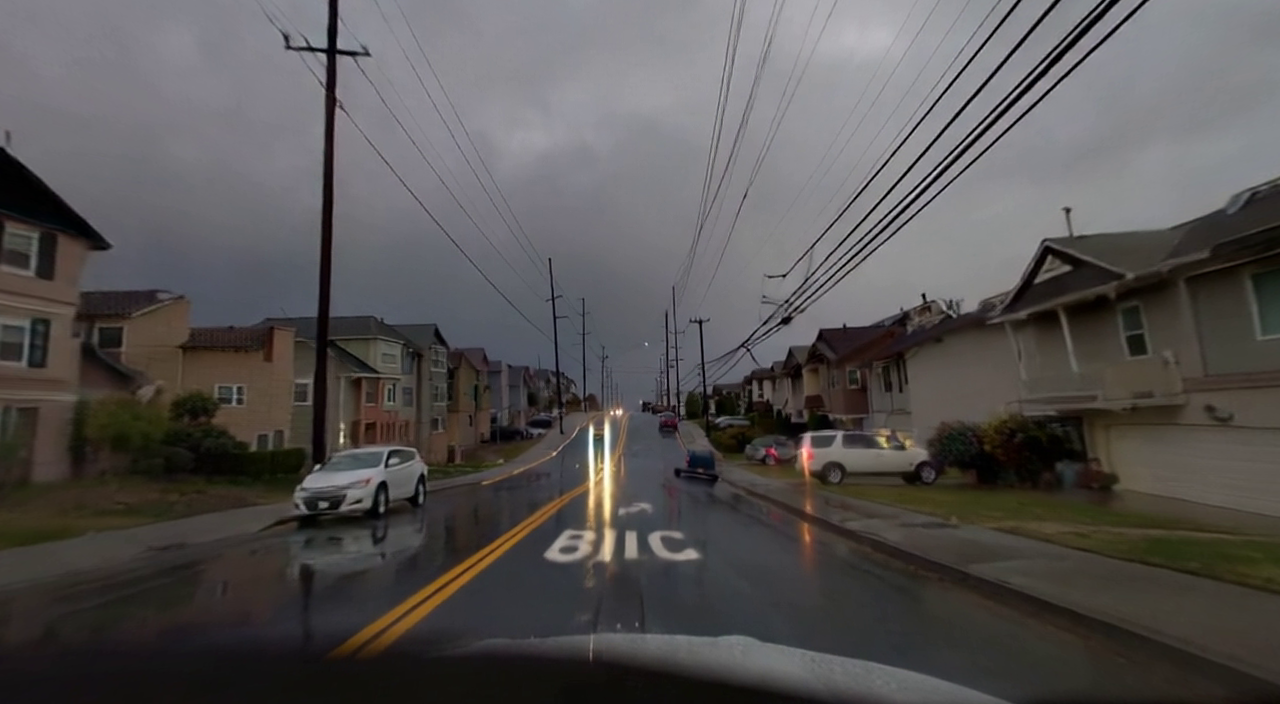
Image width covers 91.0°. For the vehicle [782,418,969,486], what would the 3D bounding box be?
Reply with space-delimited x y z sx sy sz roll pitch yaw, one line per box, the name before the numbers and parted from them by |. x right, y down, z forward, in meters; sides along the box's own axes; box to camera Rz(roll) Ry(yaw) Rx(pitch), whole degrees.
vehicle | 7.960 3.441 21.759 5.512 1.846 2.115 -4 -8 1

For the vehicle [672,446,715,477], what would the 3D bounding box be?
vehicle | 2.835 5.876 34.045 2.063 1.503 4.415 0 -8 2

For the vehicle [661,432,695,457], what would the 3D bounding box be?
vehicle | 2.893 7.209 48.989 2.211 1.860 4.813 0 -8 -1

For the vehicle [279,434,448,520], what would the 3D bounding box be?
vehicle | -6.703 3.193 15.952 2.156 1.764 4.410 -2 -12 1

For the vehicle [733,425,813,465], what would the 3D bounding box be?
vehicle | 8.013 5.646 38.264 4.286 2.044 1.913 -5 -8 -1
